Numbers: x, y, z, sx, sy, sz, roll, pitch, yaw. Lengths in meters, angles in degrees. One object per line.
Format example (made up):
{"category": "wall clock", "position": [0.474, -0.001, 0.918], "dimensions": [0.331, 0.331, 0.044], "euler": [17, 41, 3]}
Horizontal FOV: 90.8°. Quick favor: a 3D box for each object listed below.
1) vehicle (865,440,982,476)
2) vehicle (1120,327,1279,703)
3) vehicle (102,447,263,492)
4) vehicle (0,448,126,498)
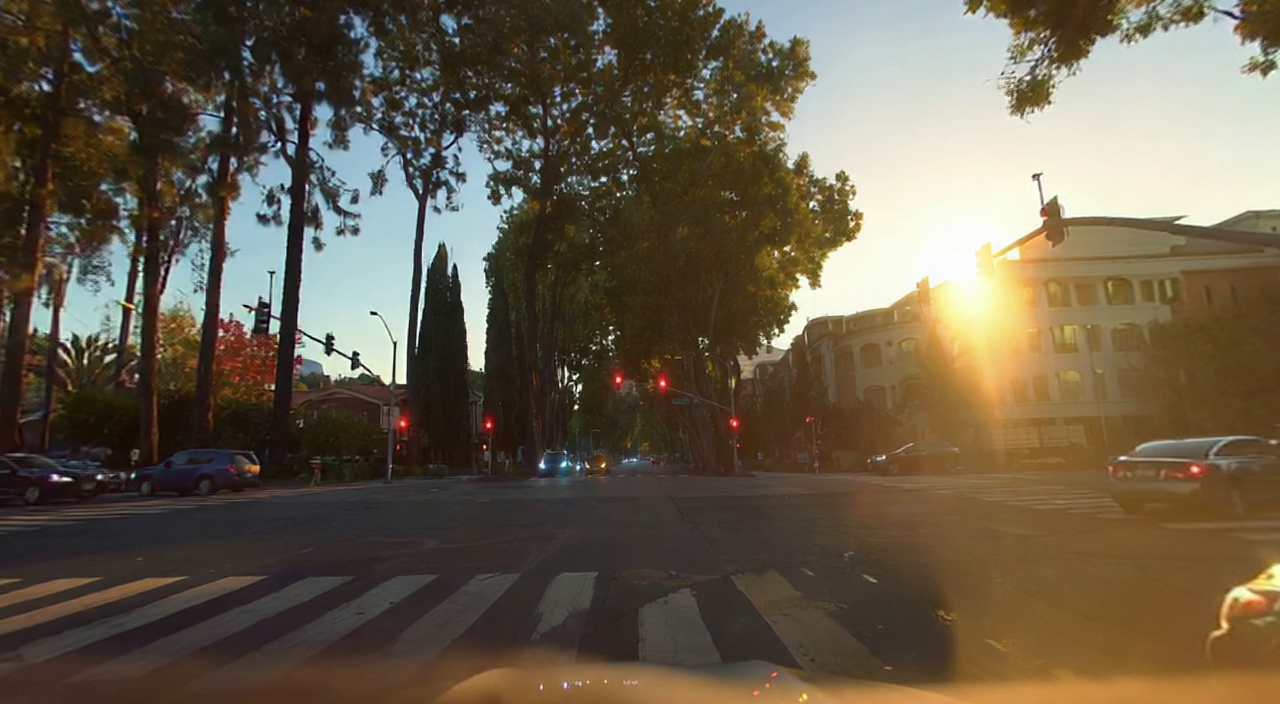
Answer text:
{"category": "vehicle", "position": [15.645, 5.887, 35.144], "dimensions": [5.220, 1.897, 2.596], "euler": [0, -8, 0]}
{"category": "vehicle", "position": [3.171, 0.521, 0.451], "dimensions": [2.227, 1.705, 4.719], "euler": [-1, -8, 5]}
{"category": "vehicle", "position": [-19.136, 4.949, 26.660], "dimensions": [4.798, 1.763, 2.536], "euler": [0, -10, 0]}
{"category": "vehicle", "position": [-22.321, 4.416, 23.272], "dimensions": [4.748, 1.727, 2.325], "euler": [0, -8, 1]}
